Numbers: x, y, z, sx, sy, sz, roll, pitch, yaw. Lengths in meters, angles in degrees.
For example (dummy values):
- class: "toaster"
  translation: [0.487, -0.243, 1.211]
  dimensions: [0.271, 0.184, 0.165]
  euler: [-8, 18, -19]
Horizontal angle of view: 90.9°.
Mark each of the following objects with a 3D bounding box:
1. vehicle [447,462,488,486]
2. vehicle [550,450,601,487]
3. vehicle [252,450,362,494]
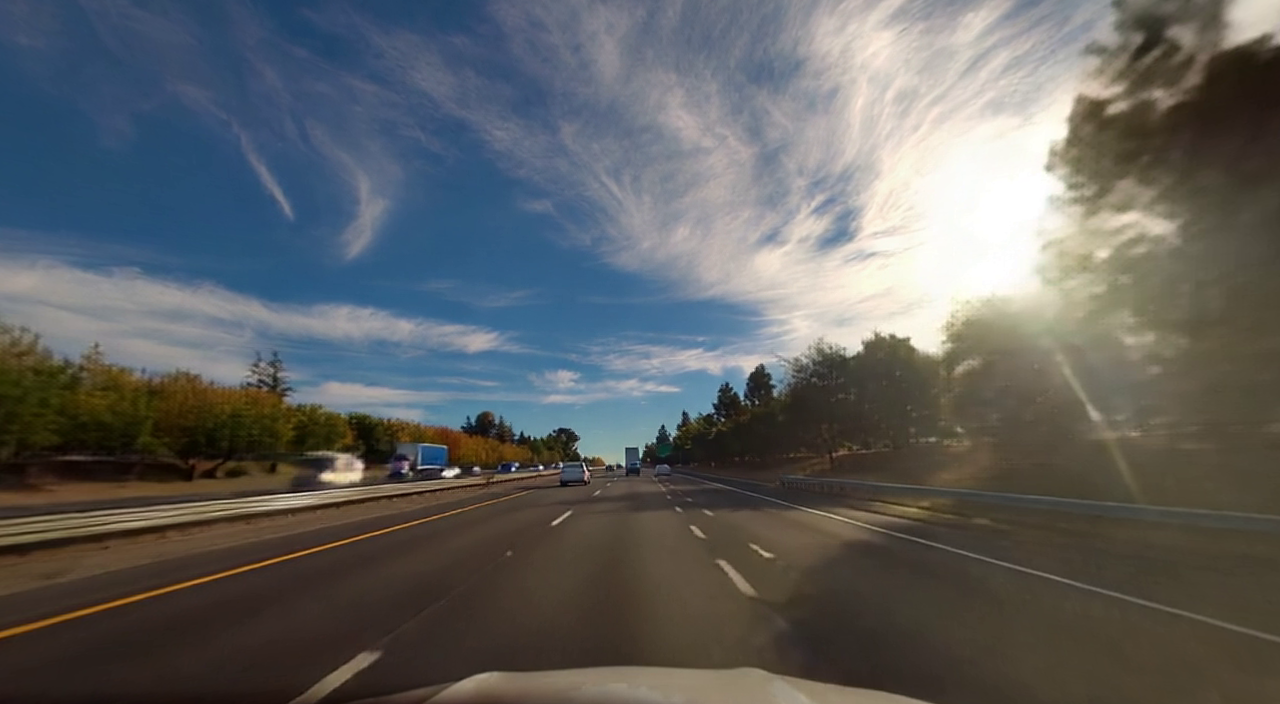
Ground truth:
- class: "vehicle"
  translation: [-11.975, 8.480, 43.962]
  dimensions: [1.738, 1.528, 4.011]
  euler: [1, -10, 0]
- class: "vehicle"
  translation: [-3.576, 6.639, 35.944]
  dimensions: [2.390, 1.879, 4.423]
  euler: [1, -10, 0]
- class: "vehicle"
  translation: [-15.725, 5.737, 30.212]
  dimensions: [2.217, 1.854, 5.450]
  euler: [1, -10, 0]
